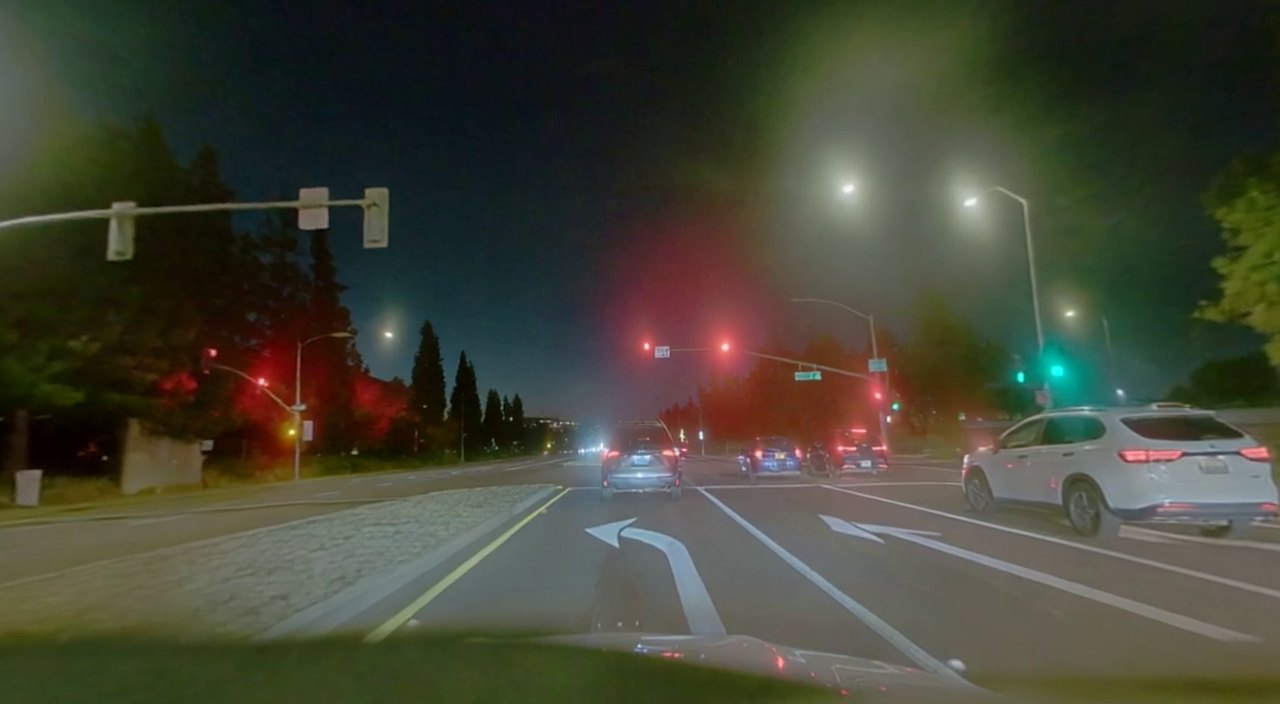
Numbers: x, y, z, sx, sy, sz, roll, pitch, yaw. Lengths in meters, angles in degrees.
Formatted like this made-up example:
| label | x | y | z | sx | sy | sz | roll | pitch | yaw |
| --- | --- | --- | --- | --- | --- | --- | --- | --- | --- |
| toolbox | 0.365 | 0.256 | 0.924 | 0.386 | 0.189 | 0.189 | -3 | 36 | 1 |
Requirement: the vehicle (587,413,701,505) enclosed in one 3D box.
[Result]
| label | x | y | z | sx | sy | sz | roll | pitch | yaw |
| --- | --- | --- | --- | --- | --- | --- | --- | --- | --- |
| vehicle | 0.037 | 2.510 | 15.163 | 2.353 | 1.894 | 4.122 | 0 | -8 | -1 |

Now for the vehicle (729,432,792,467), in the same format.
| label | x | y | z | sx | sy | sz | roll | pitch | yaw |
| --- | --- | --- | --- | --- | --- | --- | --- | --- | --- |
| vehicle | 6.702 | 5.490 | 35.685 | 2.440 | 1.775 | 4.791 | 0 | -8 | -2 |

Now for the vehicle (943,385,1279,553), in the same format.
| label | x | y | z | sx | sy | sz | roll | pitch | yaw |
| --- | --- | --- | --- | --- | --- | --- | --- | --- | --- |
| vehicle | 7.148 | 1.698 | 9.795 | 2.251 | 1.873 | 5.346 | 0 | -8 | 0 |

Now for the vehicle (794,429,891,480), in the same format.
| label | x | y | z | sx | sy | sz | roll | pitch | yaw |
| --- | --- | --- | --- | --- | --- | --- | --- | --- | --- |
| vehicle | 7.090 | 3.622 | 22.613 | 2.025 | 1.642 | 4.189 | 0 | -8 | -1 |
